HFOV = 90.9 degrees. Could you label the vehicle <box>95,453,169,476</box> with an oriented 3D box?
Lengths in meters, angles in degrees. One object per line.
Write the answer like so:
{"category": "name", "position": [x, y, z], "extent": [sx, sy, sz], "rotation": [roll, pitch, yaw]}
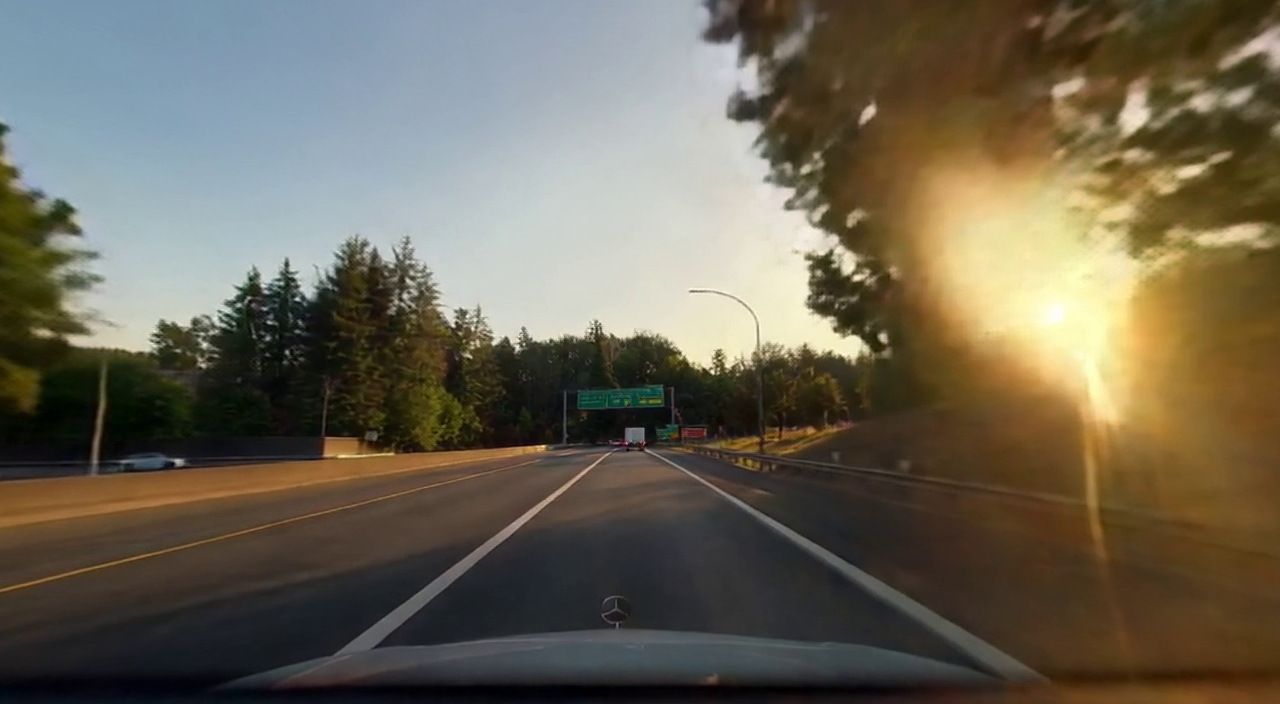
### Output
{"category": "vehicle", "position": [-38.004, 8.402, 47.250], "extent": [1.758, 1.468, 4.105], "rotation": [-1, -8, 9]}
